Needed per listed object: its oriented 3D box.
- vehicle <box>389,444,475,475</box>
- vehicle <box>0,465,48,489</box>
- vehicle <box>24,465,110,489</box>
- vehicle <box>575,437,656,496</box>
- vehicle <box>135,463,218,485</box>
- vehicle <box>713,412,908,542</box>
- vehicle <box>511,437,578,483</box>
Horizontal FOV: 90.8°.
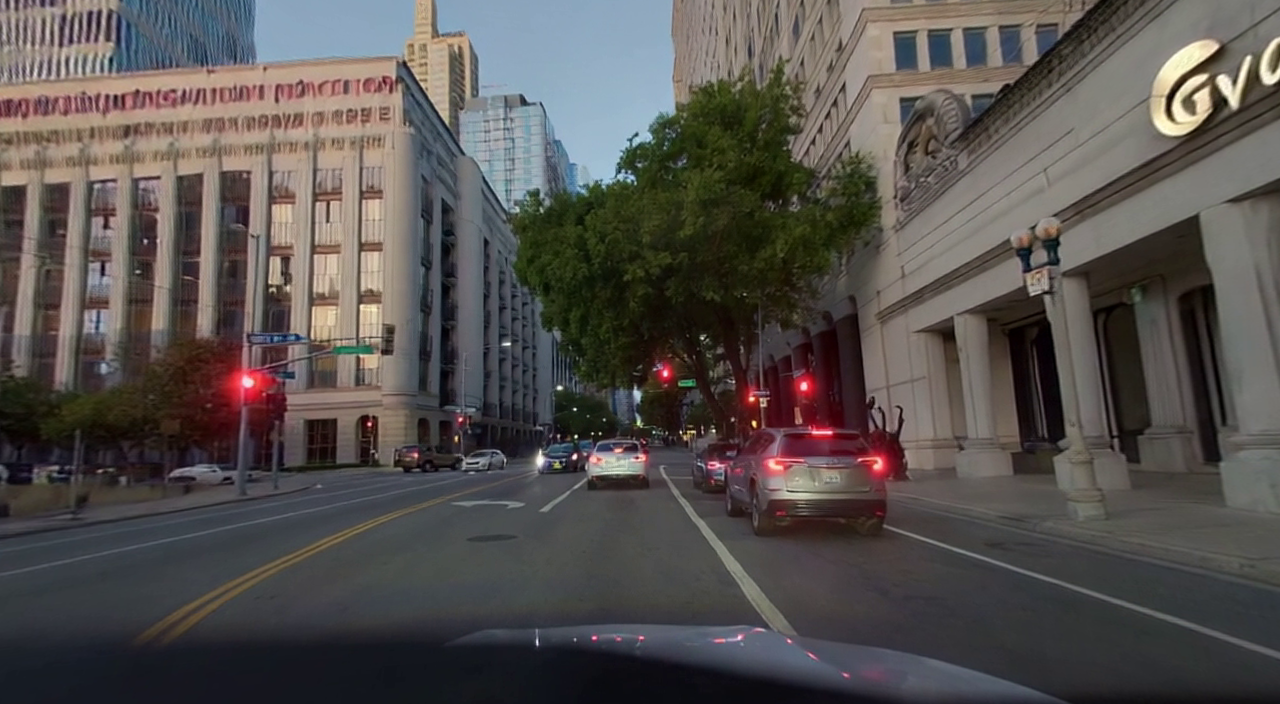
[{"bbox_3d":[-12.703,6.603,38.995,4.855,1.769,2.071,2,-9,-14],"label":"vehicle"},{"bbox_3d":[-44.786,8.876,44.884,3.671,1.498,1.670,1,-9,2],"label":"vehicle"},{"bbox_3d":[-40.254,8.773,44.437,4.224,1.622,1.808,0,-9,-1],"label":"vehicle"},{"bbox_3d":[-0.649,3.283,18.452,2.096,1.492,4.071,0,-9,0],"label":"vehicle"},{"bbox_3d":[-32.514,8.538,44.401,4.392,1.427,1.764,0,-9,0],"label":"vehicle"},{"bbox_3d":[2.618,2.063,11.016,2.096,1.775,4.440,0,-9,-1],"label":"vehicle"},{"bbox_3d":[-3.617,4.194,24.841,2.045,1.633,4.864,0,-9,-2],"label":"vehicle"}]
